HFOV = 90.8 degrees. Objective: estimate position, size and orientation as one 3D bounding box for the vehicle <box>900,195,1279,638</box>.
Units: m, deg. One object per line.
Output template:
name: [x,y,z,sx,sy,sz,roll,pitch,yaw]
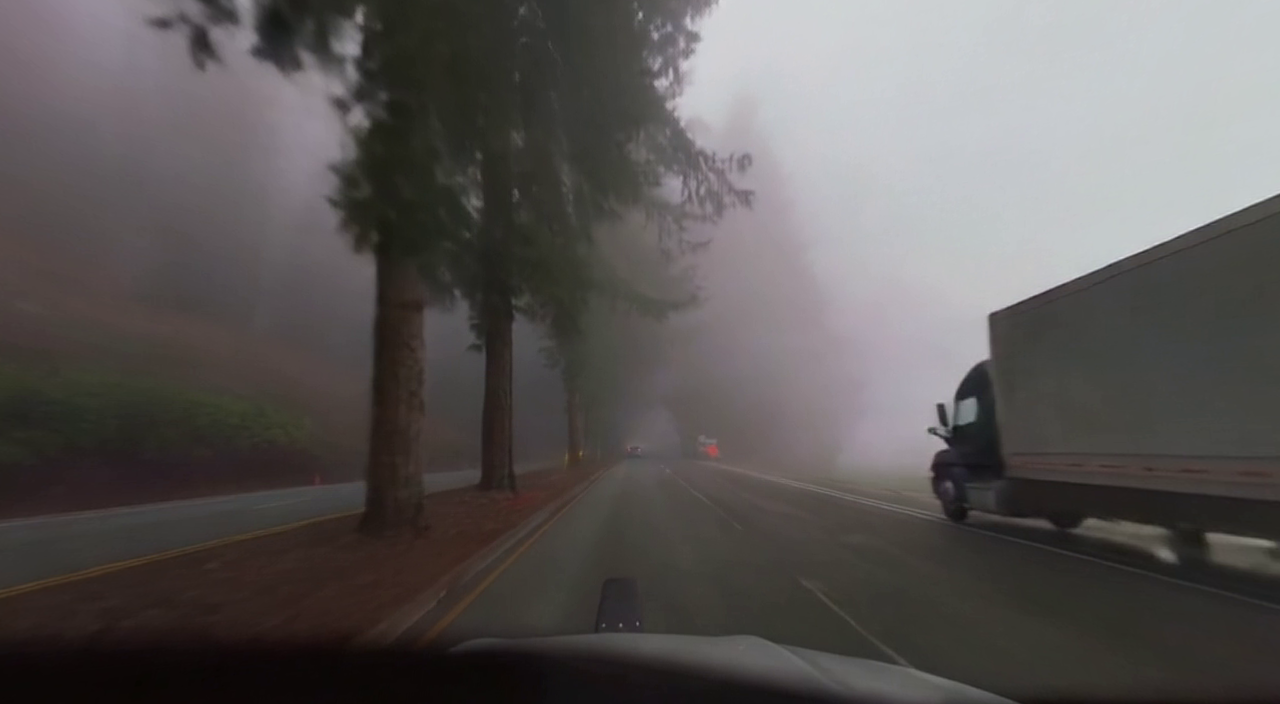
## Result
vehicle: [6.323,0.717,6.436,2.664,3.418,11.107,0,-8,0]
